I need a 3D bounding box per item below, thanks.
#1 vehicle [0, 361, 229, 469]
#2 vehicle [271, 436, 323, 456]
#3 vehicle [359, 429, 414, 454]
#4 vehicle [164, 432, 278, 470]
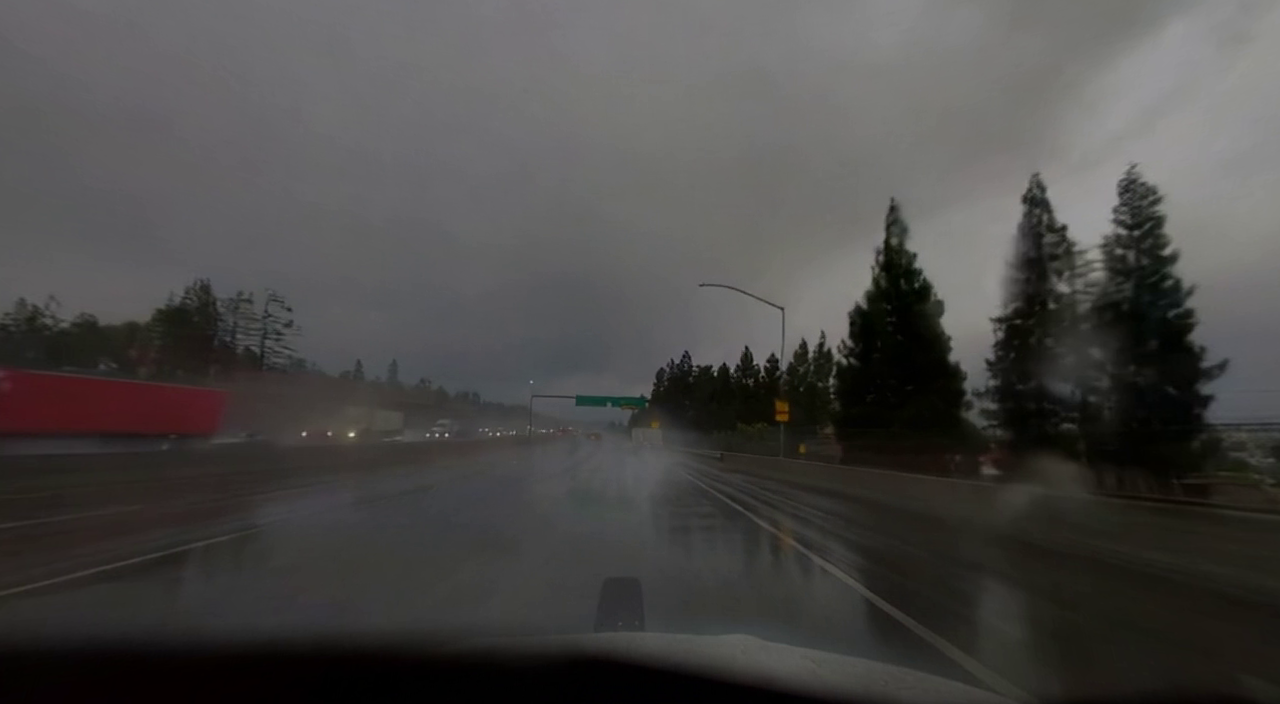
[{"bbox_3d":[-25.554,3.232,30.058,2.827,4.008,14.012,0,-8,-1],"label":"vehicle"},{"bbox_3d":[-26.272,7.182,48.396,1.741,1.455,3.896,0,-8,1],"label":"vehicle"},{"bbox_3d":[-18.583,6.614,46.502,2.070,1.725,4.946,0,-8,-1],"label":"vehicle"},{"bbox_3d":[-17.667,4.182,26.871,1.886,1.449,4.405,0,-8,-1],"label":"vehicle"}]
